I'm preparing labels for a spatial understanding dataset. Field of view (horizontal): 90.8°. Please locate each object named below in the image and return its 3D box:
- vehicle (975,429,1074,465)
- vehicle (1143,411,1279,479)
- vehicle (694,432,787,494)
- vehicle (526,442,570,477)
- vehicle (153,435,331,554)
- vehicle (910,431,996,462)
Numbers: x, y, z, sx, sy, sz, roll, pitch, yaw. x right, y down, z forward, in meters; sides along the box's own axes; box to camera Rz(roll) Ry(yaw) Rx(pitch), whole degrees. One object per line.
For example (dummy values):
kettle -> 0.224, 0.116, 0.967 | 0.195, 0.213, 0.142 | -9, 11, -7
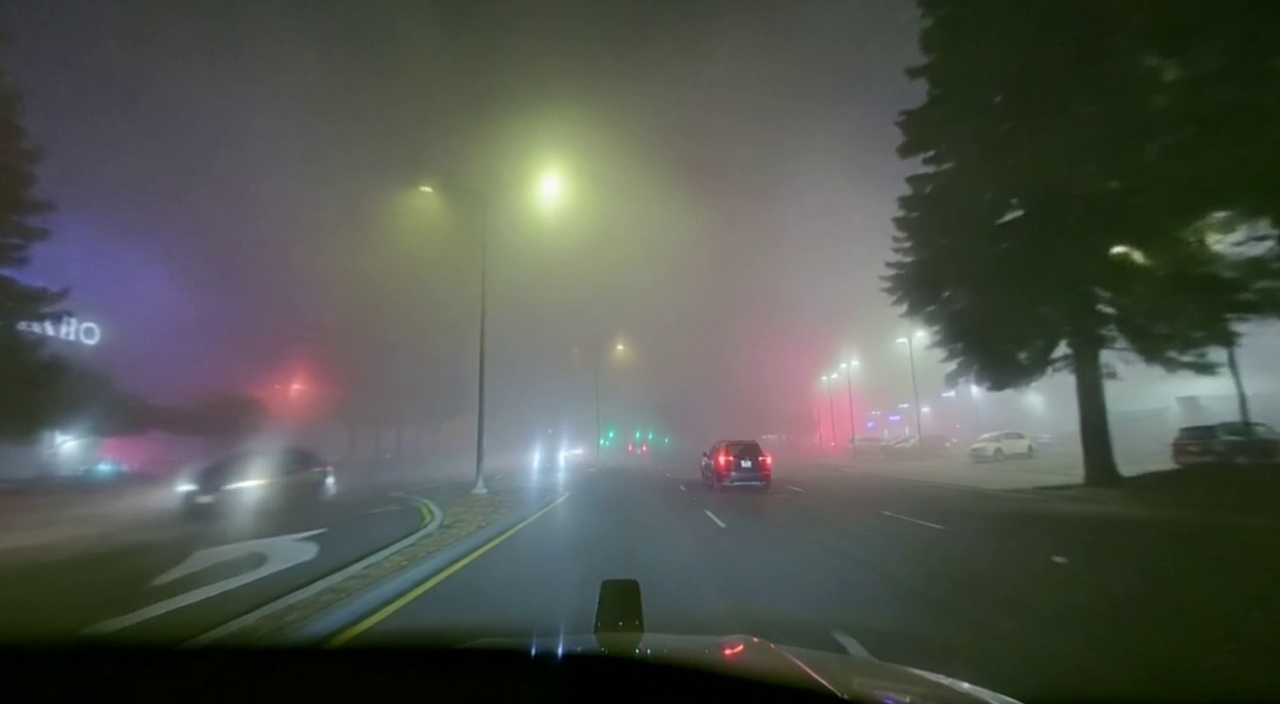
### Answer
vehicle -> 18.806, 4.639, 30.868 | 4.524, 1.653, 2.109 | 5, -10, -30
vehicle -> 17.033, 2.532, 17.187 | 2.280, 1.699, 5.098 | 1, -9, -4
vehicle -> 2.916, 3.332, 19.330 | 1.963, 1.677, 4.229 | 0, -9, -2
vehicle -> -4.292, 5.028, 29.669 | 1.905, 1.471, 4.302 | -1, -9, -8
vehicle -> -6.902, 2.244, 10.770 | 2.053, 1.555, 4.296 | 6, -11, -36
vehicle -> 18.090, 5.469, 36.551 | 4.446, 1.692, 2.184 | 4, -10, -28
